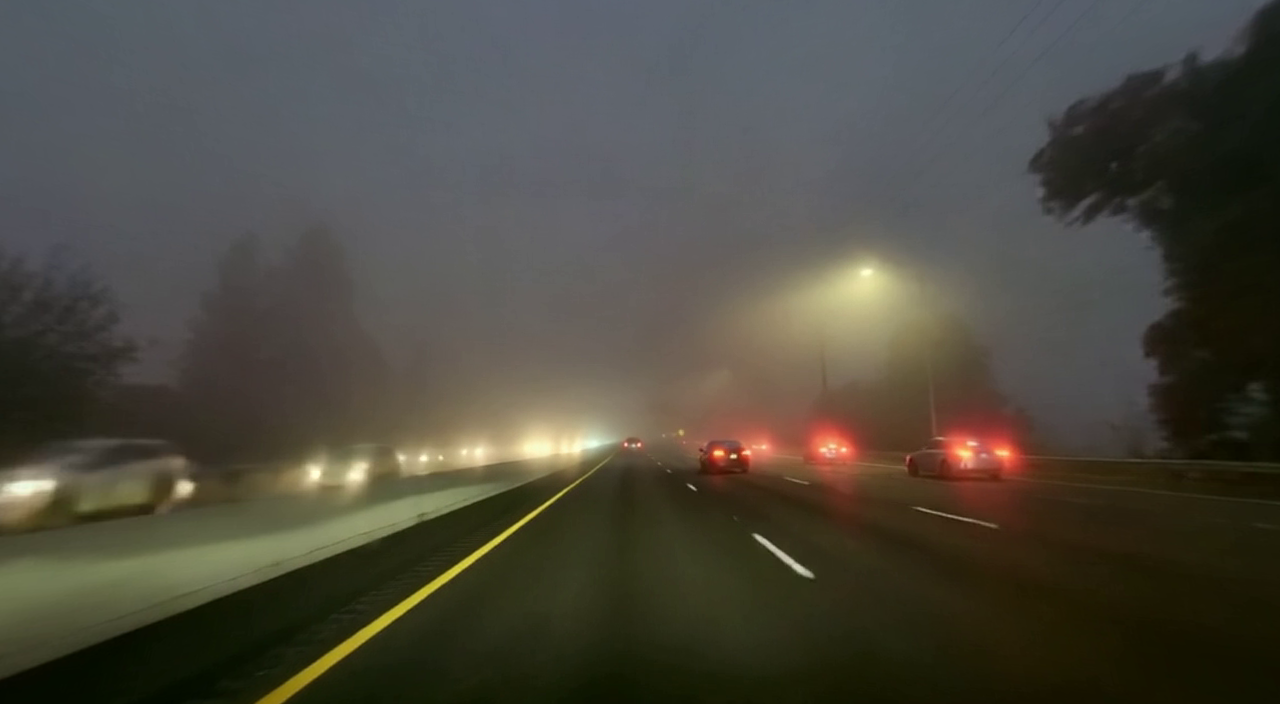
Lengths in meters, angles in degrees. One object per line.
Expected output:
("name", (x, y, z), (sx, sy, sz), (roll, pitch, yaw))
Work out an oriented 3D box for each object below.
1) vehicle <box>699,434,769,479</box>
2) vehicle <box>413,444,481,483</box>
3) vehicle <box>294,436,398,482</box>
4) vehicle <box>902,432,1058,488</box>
("vehicle", (3.628, 4.118, 25.163), (2.018, 1.600, 4.121), (0, -8, -2))
("vehicle", (-7.330, 4.233, 24.328), (1.530, 1.369, 3.450), (0, -8, 0))
("vehicle", (-11.478, 4.200, 25.078), (1.951, 1.628, 4.636), (0, -8, -1))
("vehicle", (10.452, 3.366, 20.005), (1.987, 1.502, 5.130), (0, -8, -1))
